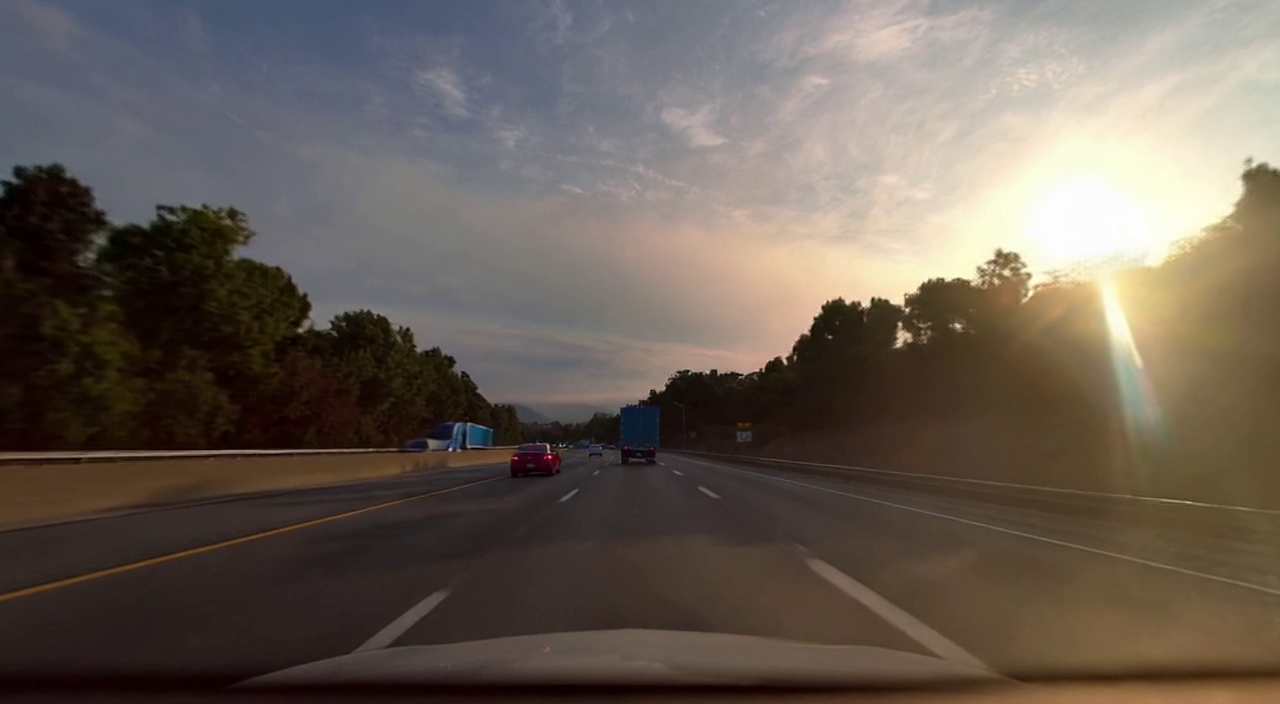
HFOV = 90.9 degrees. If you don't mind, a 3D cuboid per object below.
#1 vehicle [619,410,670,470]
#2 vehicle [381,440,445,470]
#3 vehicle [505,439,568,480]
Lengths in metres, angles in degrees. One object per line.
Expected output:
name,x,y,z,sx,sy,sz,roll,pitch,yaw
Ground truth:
vehicle,0.110,6.059,42.904,2.893,3.628,9.081,1,-9,-3
vehicle,-12.818,5.841,35.956,2.053,1.578,4.456,0,-9,-1
vehicle,-4.306,4.540,26.883,1.977,1.602,3.944,0,-9,0
